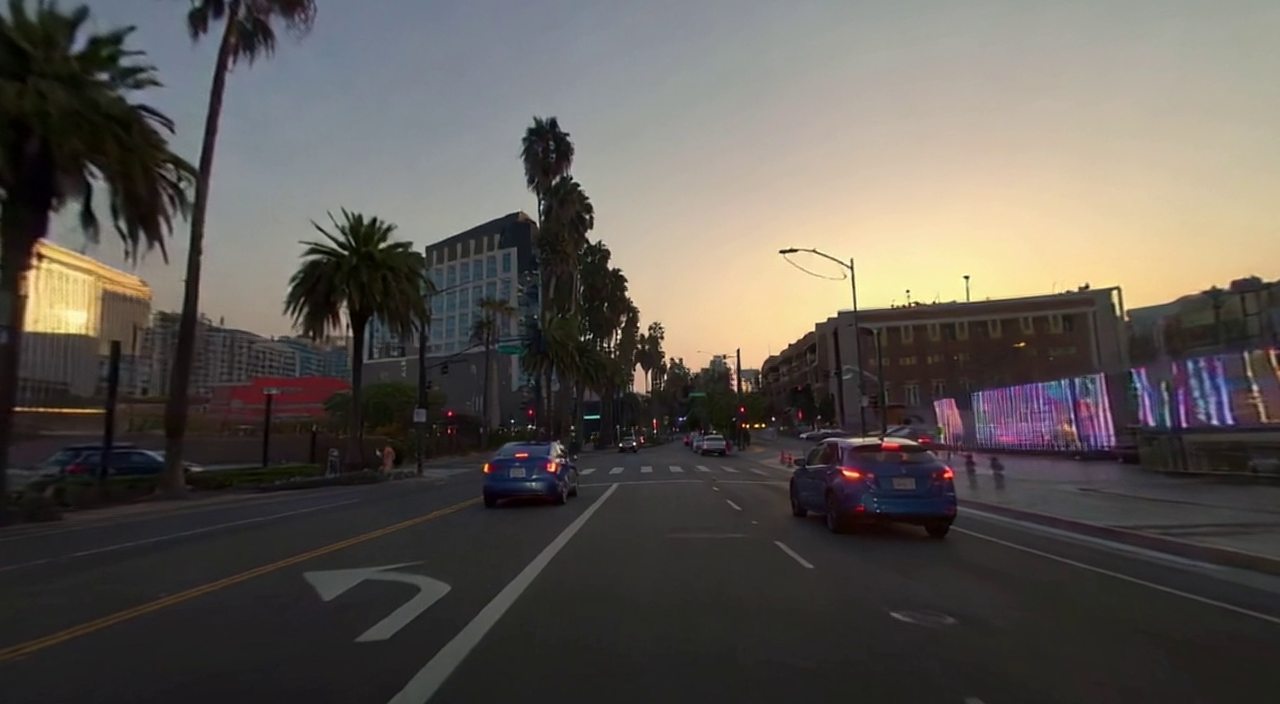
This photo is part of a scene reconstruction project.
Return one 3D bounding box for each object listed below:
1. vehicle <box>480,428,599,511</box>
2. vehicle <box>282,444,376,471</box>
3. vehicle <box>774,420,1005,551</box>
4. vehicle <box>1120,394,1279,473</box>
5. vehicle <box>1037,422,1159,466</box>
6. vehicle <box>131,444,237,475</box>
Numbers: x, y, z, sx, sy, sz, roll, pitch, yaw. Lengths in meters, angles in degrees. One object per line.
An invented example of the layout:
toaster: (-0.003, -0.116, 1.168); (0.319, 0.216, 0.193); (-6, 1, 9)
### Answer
vehicle: (-2.185, 2.727, 15.113); (2.063, 1.664, 4.471); (0, -8, 1)
vehicle: (-19.390, 6.571, 39.542); (4.834, 1.589, 1.907); (1, -8, -6)
vehicle: (3.662, 2.038, 10.329); (1.983, 1.654, 4.354); (0, -8, 0)
vehicle: (16.683, 2.424, 18.489); (5.652, 1.992, 2.202); (5, -10, -32)
vehicle: (17.649, 3.547, 24.342); (4.322, 1.568, 1.918); (4, -10, -27)
vehicle: (-27.541, 6.483, 38.289); (4.683, 1.748, 2.076); (0, -8, -3)
